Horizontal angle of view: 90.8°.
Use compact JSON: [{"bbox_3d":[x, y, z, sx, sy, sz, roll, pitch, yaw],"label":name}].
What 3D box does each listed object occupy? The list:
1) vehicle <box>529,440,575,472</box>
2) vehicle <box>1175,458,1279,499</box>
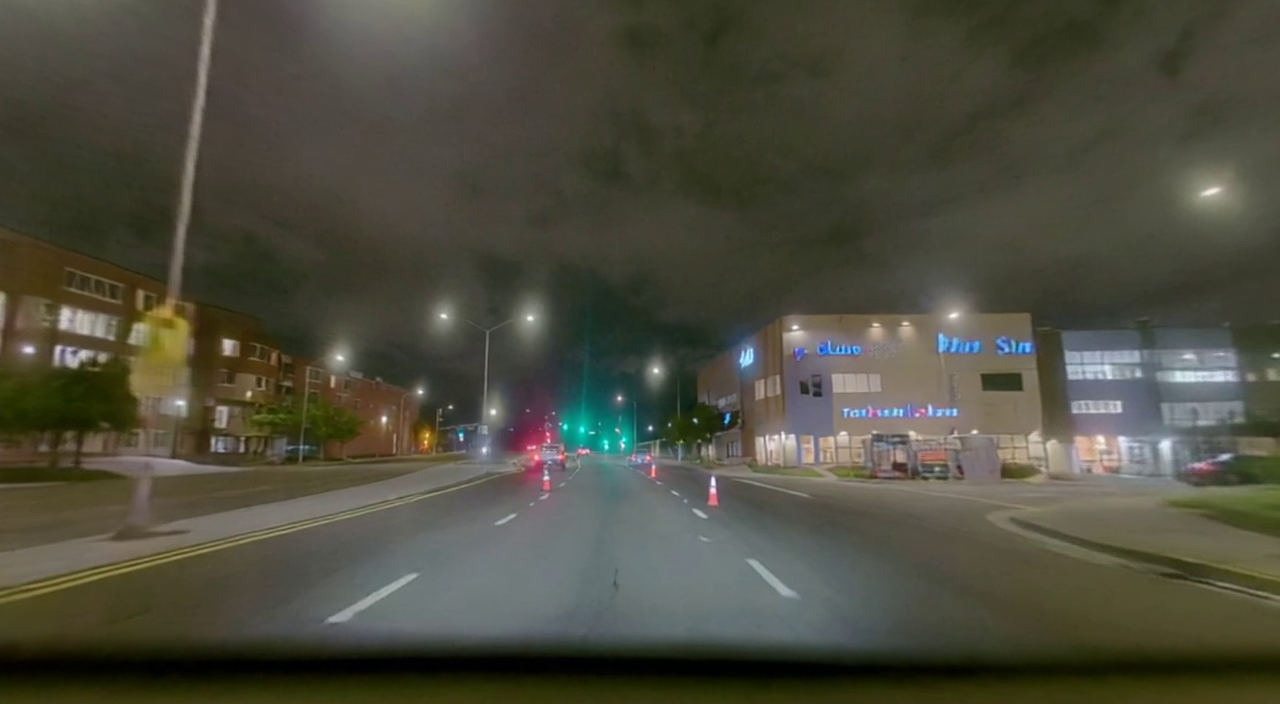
[{"bbox_3d":[-5.078,6.074,36.998,2.381,1.721,4.186,0,-9,-4],"label":"vehicle"},{"bbox_3d":[25.779,5.277,26.634,4.906,1.447,2.076,1,-5,-7],"label":"vehicle"}]
